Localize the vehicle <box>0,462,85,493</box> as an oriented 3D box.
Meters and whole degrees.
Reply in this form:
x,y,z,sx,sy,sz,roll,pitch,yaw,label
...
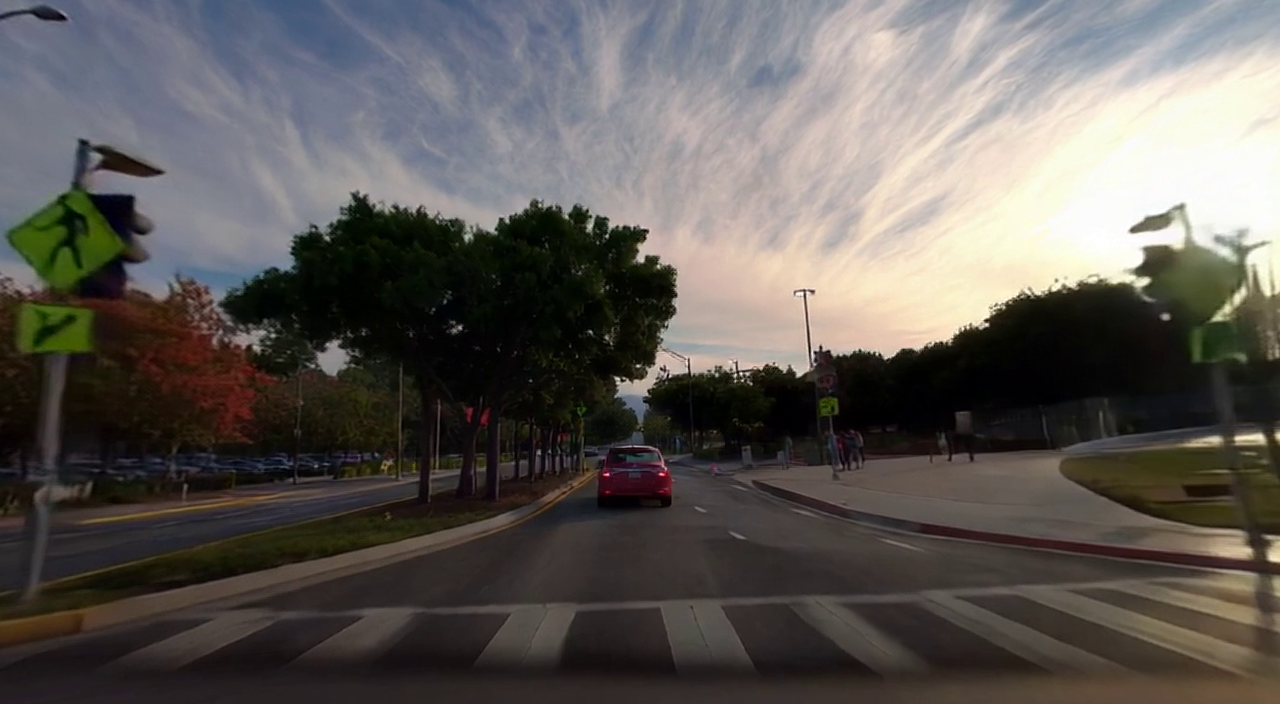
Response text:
x,y,z,sx,sy,sz,roll,pitch,yaw,label
-35.548,7.286,36.655,4.466,1.619,2.319,0,-8,-1,vehicle

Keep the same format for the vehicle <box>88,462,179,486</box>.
x,y,z,sx,sy,sz,roll,pitch,yaw,label
-35.375,8.546,44.246,4.500,1.542,2.155,0,-9,0,vehicle

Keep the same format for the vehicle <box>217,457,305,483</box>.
x,y,z,sx,sy,sz,roll,pitch,yaw,label
-22.976,7.158,38.425,4.038,1.531,2.015,0,-9,-3,vehicle

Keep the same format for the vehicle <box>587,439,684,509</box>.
x,y,z,sx,sy,sz,roll,pitch,yaw,label
-0.161,3.137,16.715,2.221,1.570,4.398,0,-9,-2,vehicle
